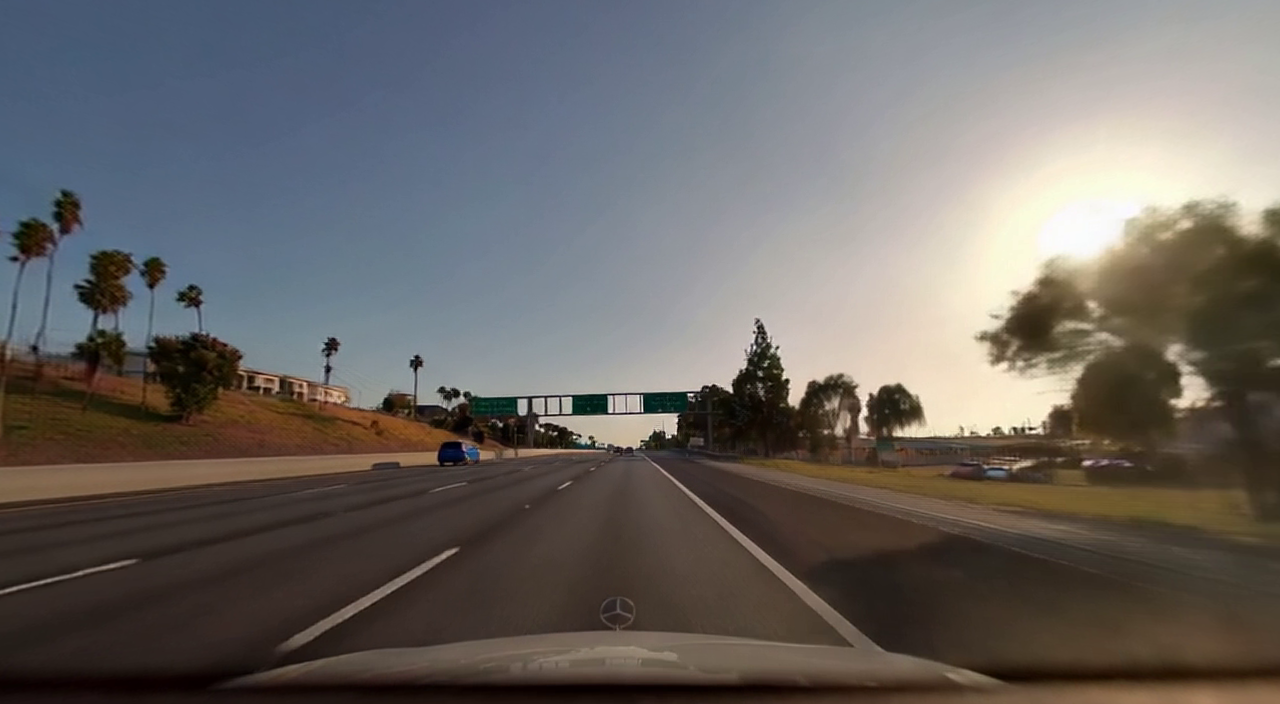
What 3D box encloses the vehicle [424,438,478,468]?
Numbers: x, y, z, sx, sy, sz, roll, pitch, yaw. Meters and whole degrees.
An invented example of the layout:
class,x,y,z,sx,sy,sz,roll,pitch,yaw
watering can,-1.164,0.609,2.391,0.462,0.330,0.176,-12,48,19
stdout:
class,x,y,z,sx,sy,sz,roll,pitch,yaw
vehicle,-11.848,6.345,39.975,2.016,1.754,4.543,0,-8,0
